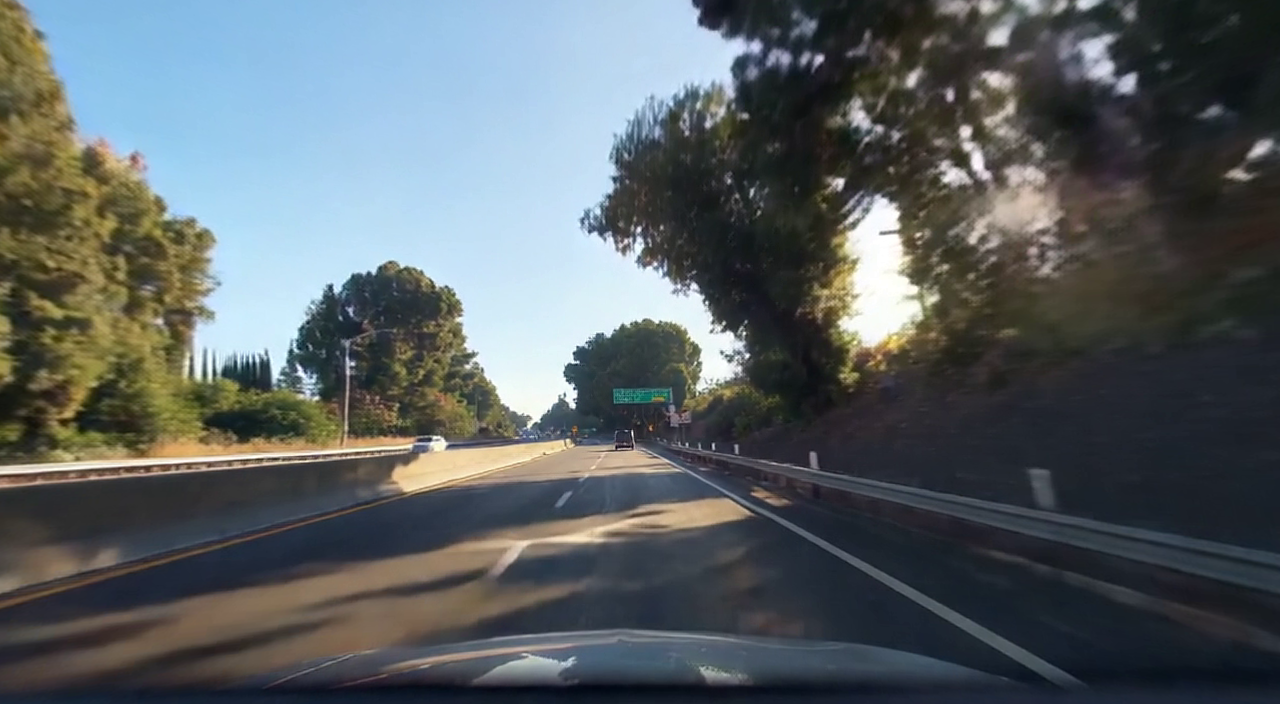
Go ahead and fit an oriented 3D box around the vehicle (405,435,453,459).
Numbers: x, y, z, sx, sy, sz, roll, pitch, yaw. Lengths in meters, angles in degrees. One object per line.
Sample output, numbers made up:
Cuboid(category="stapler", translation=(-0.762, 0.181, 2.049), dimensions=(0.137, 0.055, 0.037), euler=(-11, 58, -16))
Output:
Cuboid(category="vehicle", translation=(-13.437, 6.020, 40.352), dimensions=(1.853, 1.436, 3.706), euler=(1, -8, -1))
